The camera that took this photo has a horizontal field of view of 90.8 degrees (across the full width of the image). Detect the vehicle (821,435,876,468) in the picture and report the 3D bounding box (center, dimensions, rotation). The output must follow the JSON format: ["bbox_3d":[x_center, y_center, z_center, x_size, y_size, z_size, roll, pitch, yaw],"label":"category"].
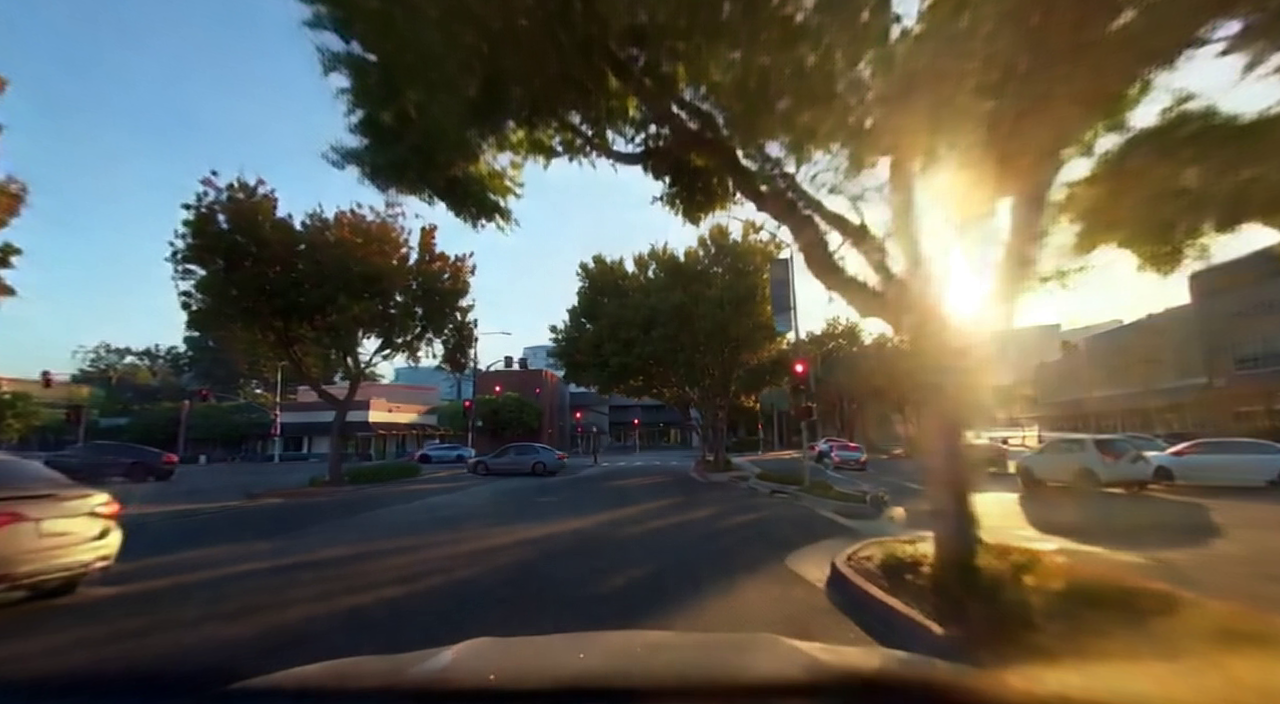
[{"bbox_3d":[10.350,4.930,31.684,2.061,1.519,4.794,-2,-8,12],"label":"vehicle"}]

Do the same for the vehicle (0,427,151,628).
[{"bbox_3d":[-6.950,1.378,5.174,4.376,1.476,1.791,0,-8,1],"label":"vehicle"}]

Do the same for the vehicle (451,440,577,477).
[{"bbox_3d":[-5.304,4.517,26.922,4.792,1.468,2.116,-2,-9,12],"label":"vehicle"}]

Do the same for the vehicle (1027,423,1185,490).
[{"bbox_3d":[13.108,2.964,18.190,1.921,1.657,4.400,-2,-9,12],"label":"vehicle"}]

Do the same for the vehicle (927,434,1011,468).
[{"bbox_3d":[15.451,4.673,29.949,1.951,1.491,4.359,-1,-8,5],"label":"vehicle"}]

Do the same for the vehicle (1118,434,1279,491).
[{"bbox_3d":[15.506,3.035,17.661,1.936,1.391,3.874,-2,-9,14],"label":"vehicle"}]
